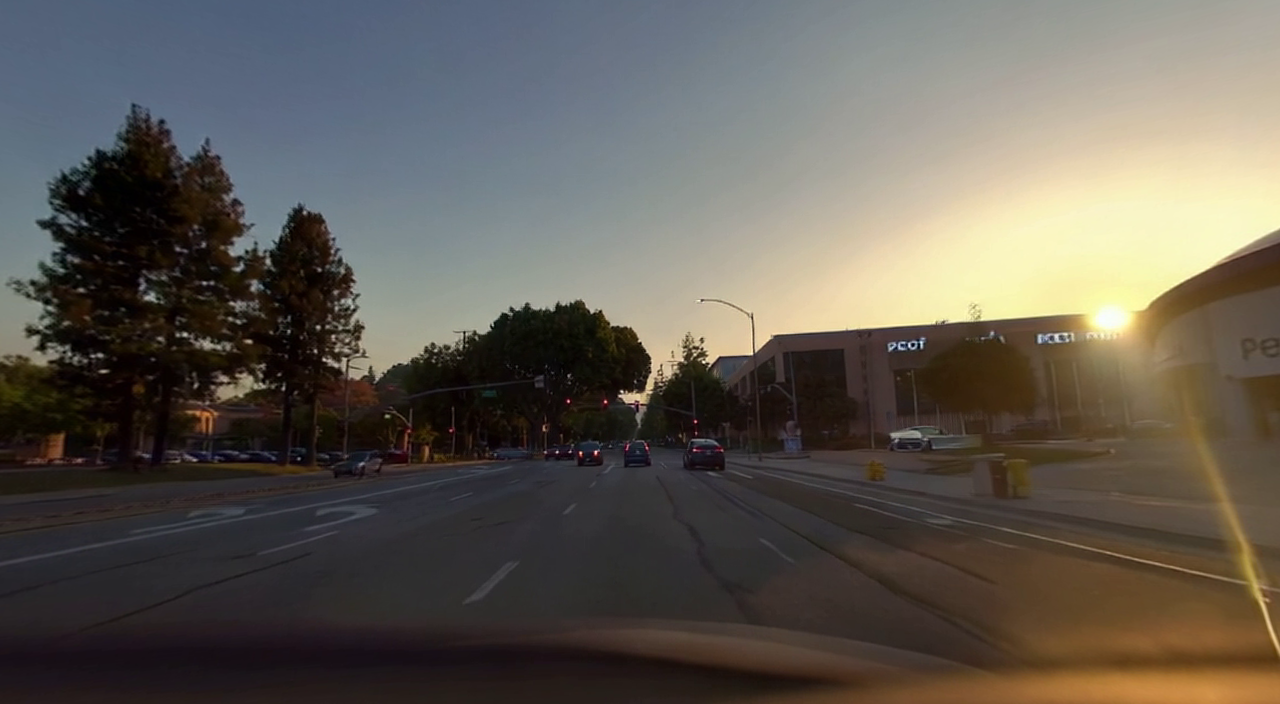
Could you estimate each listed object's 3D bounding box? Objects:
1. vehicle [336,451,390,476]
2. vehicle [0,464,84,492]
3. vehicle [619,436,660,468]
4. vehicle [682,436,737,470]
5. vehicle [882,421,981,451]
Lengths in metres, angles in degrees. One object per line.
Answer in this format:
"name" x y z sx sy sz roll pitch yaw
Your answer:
"vehicle" -18.420 7.394 42.214 1.832 1.515 4.369 0 -9 -3
"vehicle" -34.181 7.060 35.411 4.096 1.414 1.834 5 -10 -29
"vehicle" -0.087 5.698 36.025 2.146 1.685 4.003 0 -9 -2
"vehicle" 3.602 5.340 33.602 2.198 1.660 4.512 0 -9 -3
"vehicle" 15.674 4.570 34.156 4.344 1.512 1.936 -1 -9 5
